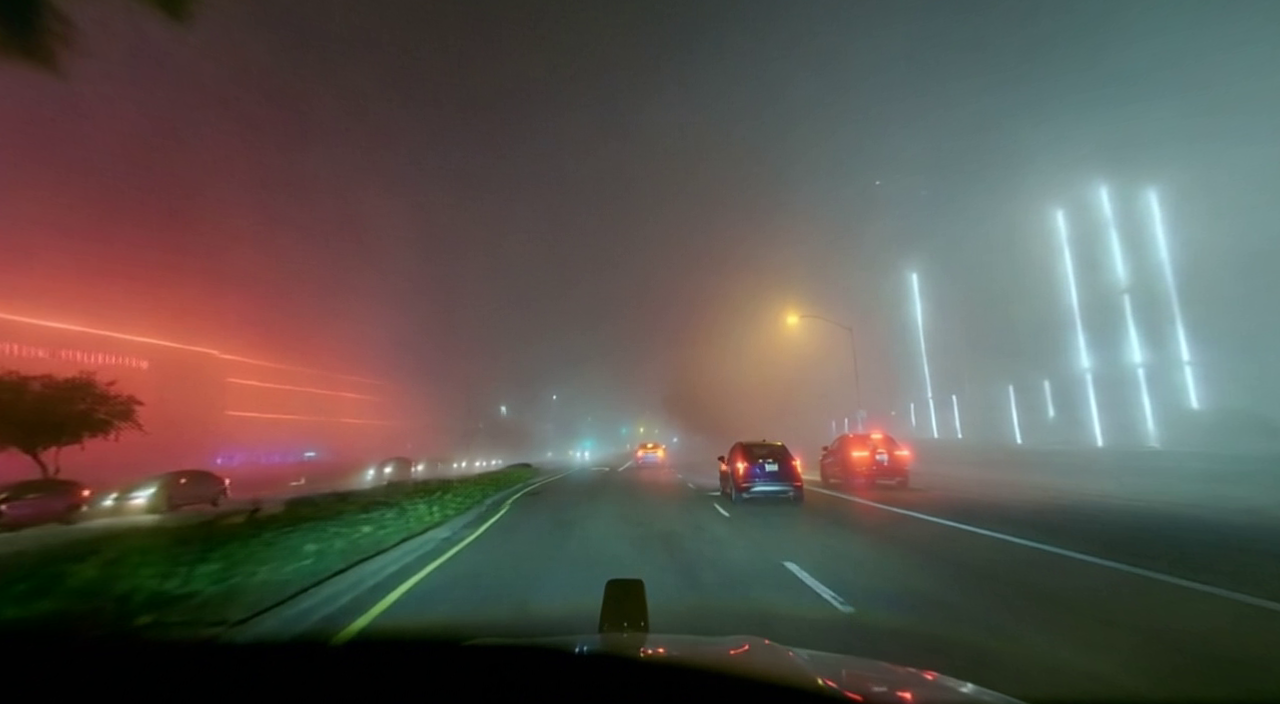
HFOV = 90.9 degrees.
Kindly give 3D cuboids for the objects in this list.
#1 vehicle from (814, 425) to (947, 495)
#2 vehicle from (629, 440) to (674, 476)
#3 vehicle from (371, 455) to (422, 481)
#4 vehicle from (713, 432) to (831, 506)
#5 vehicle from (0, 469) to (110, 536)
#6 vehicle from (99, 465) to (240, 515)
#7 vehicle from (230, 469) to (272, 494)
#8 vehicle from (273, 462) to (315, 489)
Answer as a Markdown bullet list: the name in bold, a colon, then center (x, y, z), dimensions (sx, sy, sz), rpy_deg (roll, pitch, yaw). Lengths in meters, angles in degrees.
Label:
- **vehicle**: center (6.815, 3.103, 18.512), dimensions (1.963, 1.783, 4.722), rpy_deg (0, -8, -1)
- **vehicle**: center (0.509, 5.249, 31.455), dimensions (2.125, 1.669, 3.880), rpy_deg (0, -8, -1)
- **vehicle**: center (-18.123, 8.650, 47.183), dimensions (1.954, 1.779, 4.635), rpy_deg (0, -8, 0)
- **vehicle**: center (3.180, 2.911, 16.215), dimensions (1.931, 1.591, 4.708), rpy_deg (0, -8, -1)
- **vehicle**: center (-18.707, 4.433, 18.737), dimensions (2.049, 1.678, 4.376), rpy_deg (0, -8, 0)
- **vehicle**: center (-18.577, 5.423, 25.233), dimensions (1.956, 1.647, 4.643), rpy_deg (0, -8, 1)
- **vehicle**: center (-27.513, 9.146, 44.679), dimensions (1.989, 1.476, 4.088), rpy_deg (4, -9, -25)
- **vehicle**: center (-24.706, 8.793, 45.136), dimensions (2.076, 1.688, 4.635), rpy_deg (3, -9, -22)
